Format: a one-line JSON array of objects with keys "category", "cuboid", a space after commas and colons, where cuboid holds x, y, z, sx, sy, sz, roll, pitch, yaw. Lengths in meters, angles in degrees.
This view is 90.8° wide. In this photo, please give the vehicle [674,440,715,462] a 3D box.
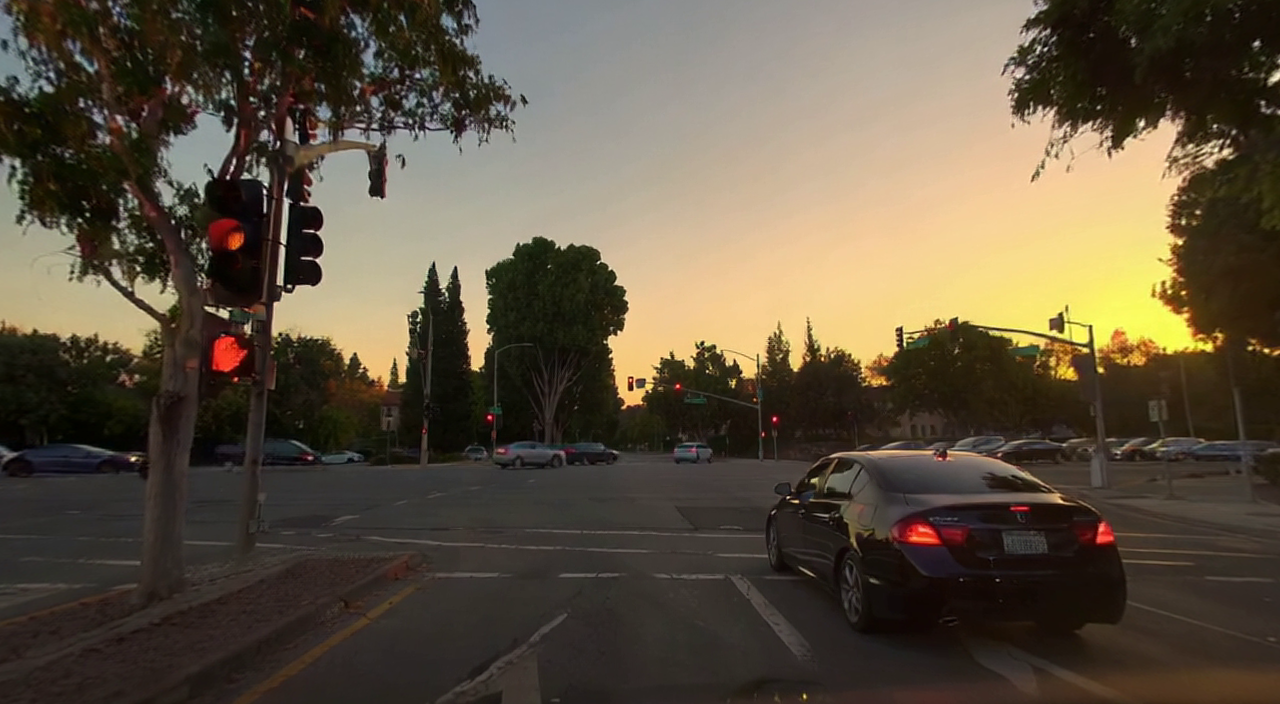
[{"category": "vehicle", "cuboid": [4.136, 7.468, 47.582, 1.896, 1.544, 4.331, -3, -9, 22]}]

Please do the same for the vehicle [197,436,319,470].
[{"category": "vehicle", "cuboid": [-17.577, 4.692, 29.358, 4.580, 1.472, 1.891, 4, -9, -25]}]

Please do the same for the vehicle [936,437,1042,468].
[{"category": "vehicle", "cuboid": [17.687, 5.064, 32.094, 4.516, 1.468, 1.962, -5, -10, 31]}]

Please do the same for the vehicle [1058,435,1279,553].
[{"category": "vehicle", "cuboid": [9.265, 2.167, 10.089, 1.993, 1.505, 4.721, 3, -9, 0]}]

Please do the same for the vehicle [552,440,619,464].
[{"category": "vehicle", "cuboid": [-3.605, 6.754, 42.861, 1.922, 1.485, 4.912, -5, -10, 32]}]

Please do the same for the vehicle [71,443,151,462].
[{"category": "vehicle", "cuboid": [-40.606, 7.727, 48.543, 4.345, 1.426, 1.722, 2, -9, -8]}]

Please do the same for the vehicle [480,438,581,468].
[{"category": "vehicle", "cuboid": [-5.686, 5.286, 33.225, 4.849, 1.476, 1.935, 7, -11, -38]}]

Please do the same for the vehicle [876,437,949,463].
[{"category": "vehicle", "cuboid": [16.995, 6.084, 39.316, 4.481, 1.561, 2.001, 6, -10, -33]}]
